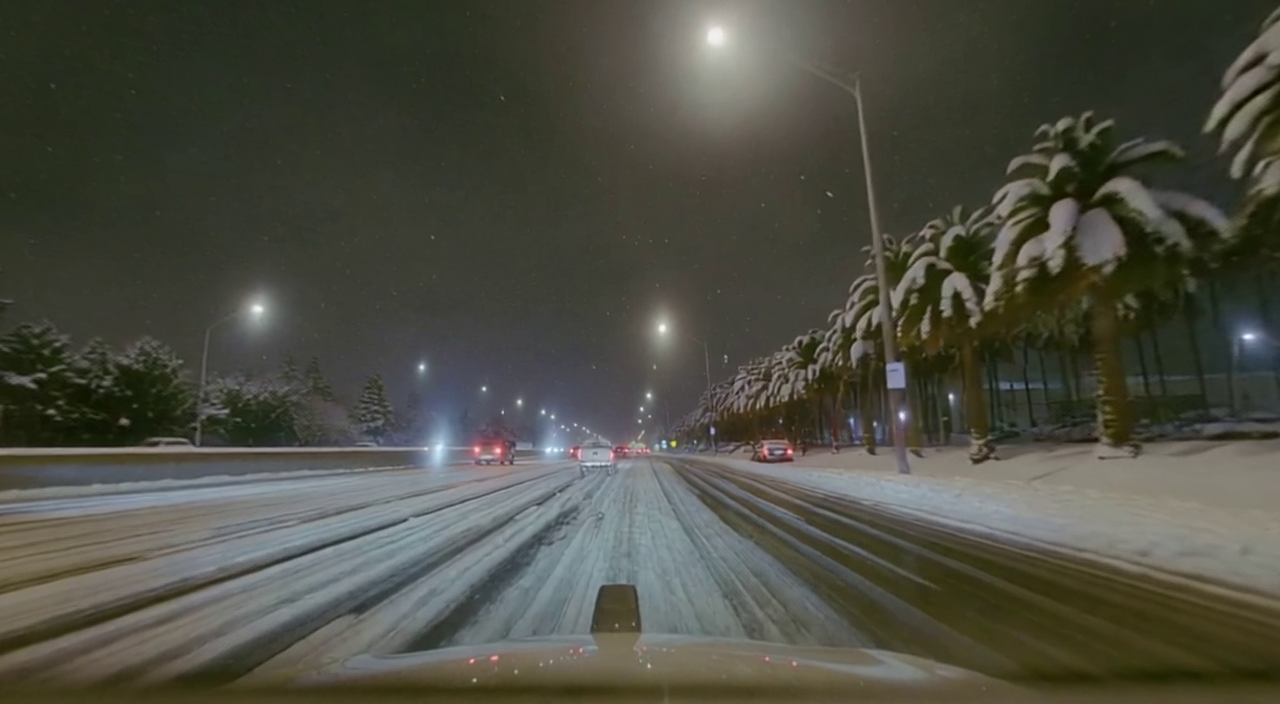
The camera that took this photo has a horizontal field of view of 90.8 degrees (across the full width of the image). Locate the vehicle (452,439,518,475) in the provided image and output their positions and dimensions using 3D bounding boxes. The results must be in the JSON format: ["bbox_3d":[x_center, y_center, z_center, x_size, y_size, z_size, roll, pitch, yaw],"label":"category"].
[{"bbox_3d":[-7.802,5.340,32.213,2.204,1.677,4.438,0,-9,1],"label":"vehicle"}]

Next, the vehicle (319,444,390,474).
[{"bbox_3d":[-16.413,6.178,36.630,1.916,1.610,4.445,0,-9,2],"label":"vehicle"}]

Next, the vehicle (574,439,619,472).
[{"bbox_3d":[-2.330,5.698,34.935,2.201,1.672,4.128,0,-9,0],"label":"vehicle"}]

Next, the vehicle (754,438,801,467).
[{"bbox_3d":[10.190,7.552,47.434,2.302,2.014,5.925,0,-9,1],"label":"vehicle"}]
